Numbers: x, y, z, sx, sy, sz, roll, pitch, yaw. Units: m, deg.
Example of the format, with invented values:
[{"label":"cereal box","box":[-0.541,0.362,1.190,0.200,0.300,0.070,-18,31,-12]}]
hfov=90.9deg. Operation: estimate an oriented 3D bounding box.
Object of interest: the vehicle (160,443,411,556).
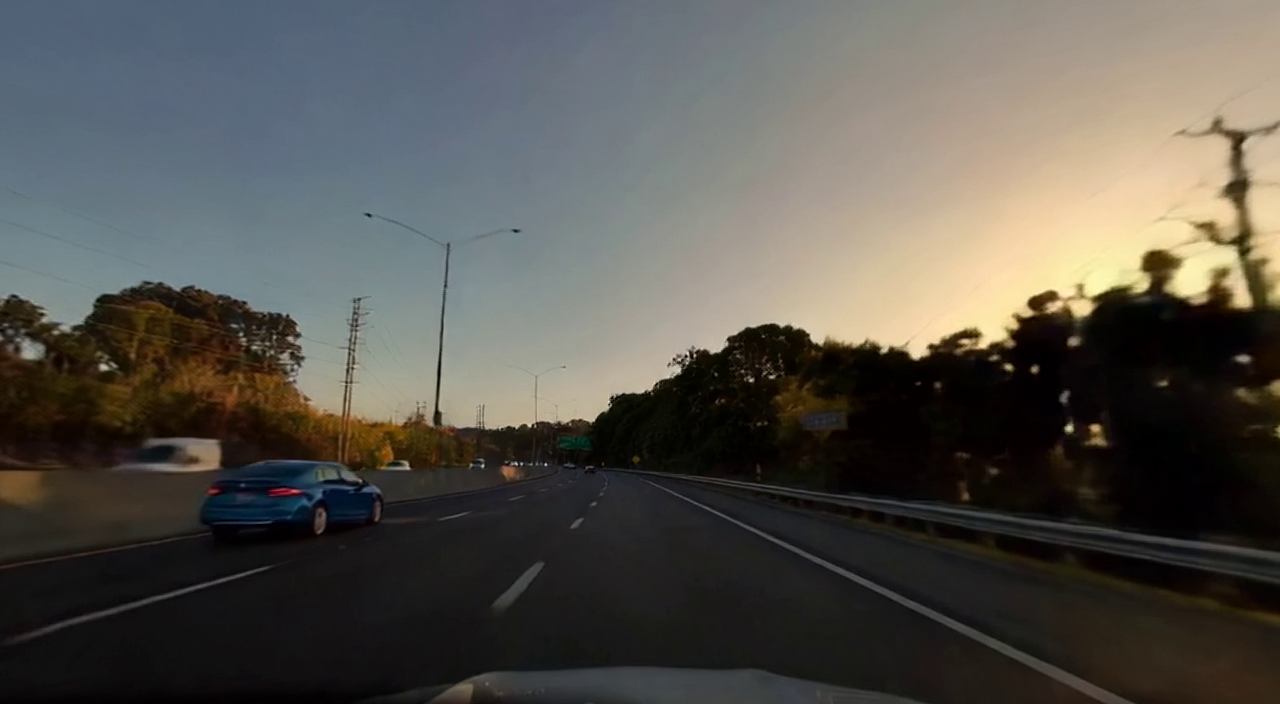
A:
[{"label":"vehicle","box":[-6.308,2.699,12.036,2.194,1.704,4.421,1,-10,-1]}]

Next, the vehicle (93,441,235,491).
[{"label":"vehicle","box":[-19.580,4.766,26.316,2.049,1.828,5.027,1,-10,-2]}]
